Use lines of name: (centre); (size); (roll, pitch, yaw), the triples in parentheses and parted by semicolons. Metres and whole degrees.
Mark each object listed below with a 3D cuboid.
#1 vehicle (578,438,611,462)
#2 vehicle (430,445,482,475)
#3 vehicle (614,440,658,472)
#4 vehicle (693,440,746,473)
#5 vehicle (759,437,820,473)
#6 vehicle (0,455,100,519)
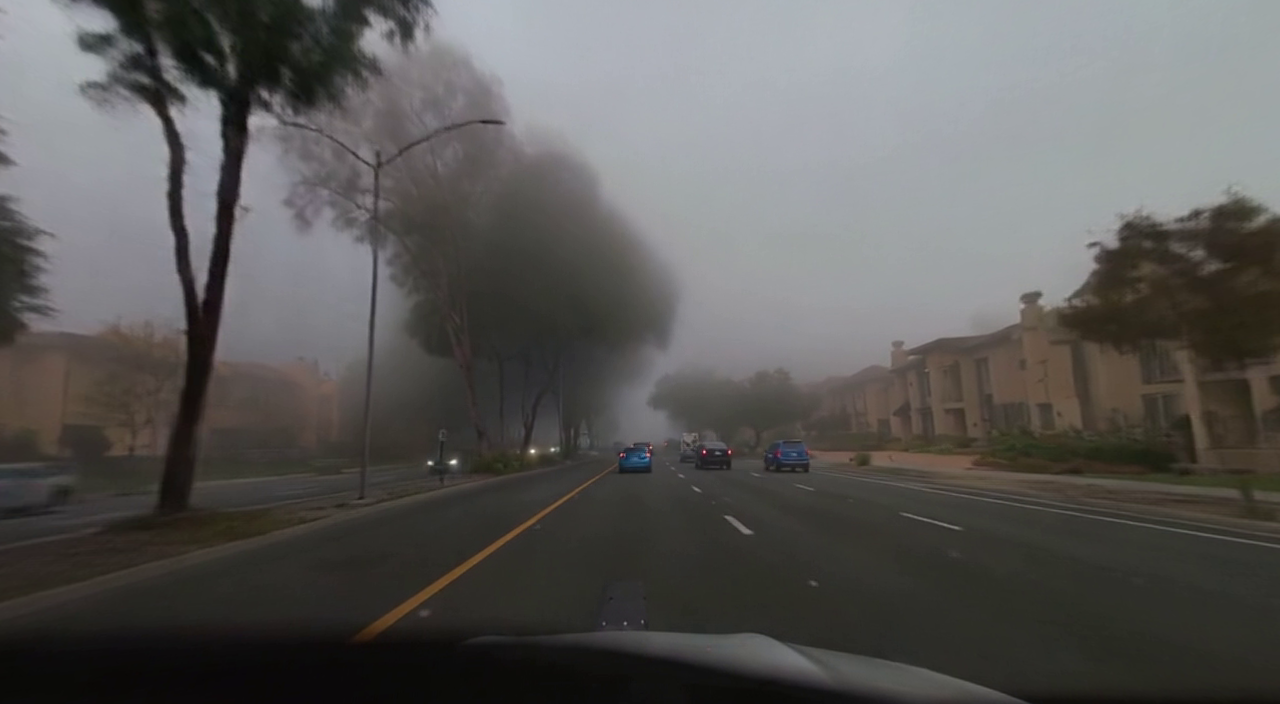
vehicle: (-3.316, 7.220, 46.456); (2.031, 1.705, 4.325); (0, -8, 1)
vehicle: (-10.265, 6.000, 35.371); (1.728, 1.560, 3.779); (0, -8, 1)
vehicle: (-0.166, 5.272, 32.177); (2.102, 1.481, 3.907); (0, -8, 1)
vehicle: (3.893, 5.200, 31.564); (2.067, 1.514, 4.188); (0, -8, 0)
vehicle: (7.497, 5.205, 32.035); (1.972, 1.700, 4.269); (0, -8, 0)
vehicle: (-17.448, 3.563, 16.613); (1.928, 1.570, 5.093); (0, -8, 0)
